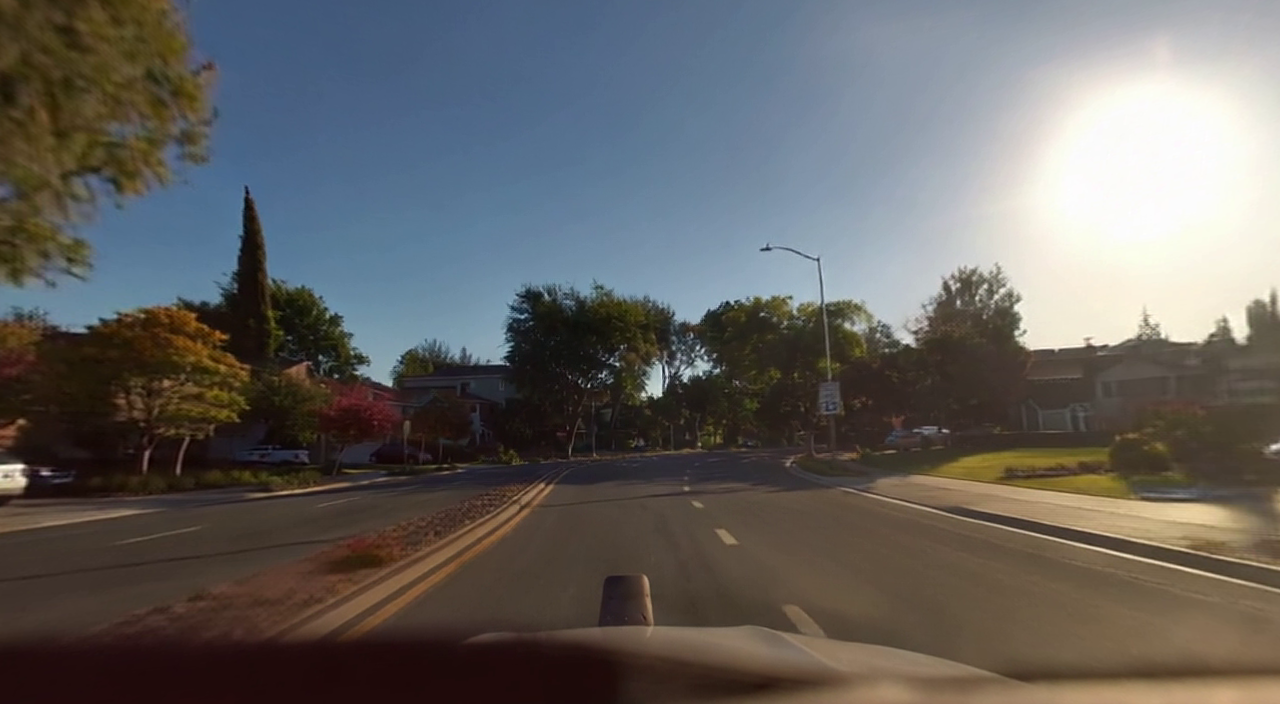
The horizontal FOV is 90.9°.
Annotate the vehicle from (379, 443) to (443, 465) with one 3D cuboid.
[{"bbox_3d":[-17.506,7.787,48.191,4.110,1.605,1.968,-2,-9,15],"label":"vehicle"}]

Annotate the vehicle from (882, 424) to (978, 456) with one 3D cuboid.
[{"bbox_3d":[16.818,5.136,36.778,4.766,1.789,1.939,-3,-9,16],"label":"vehicle"}]
